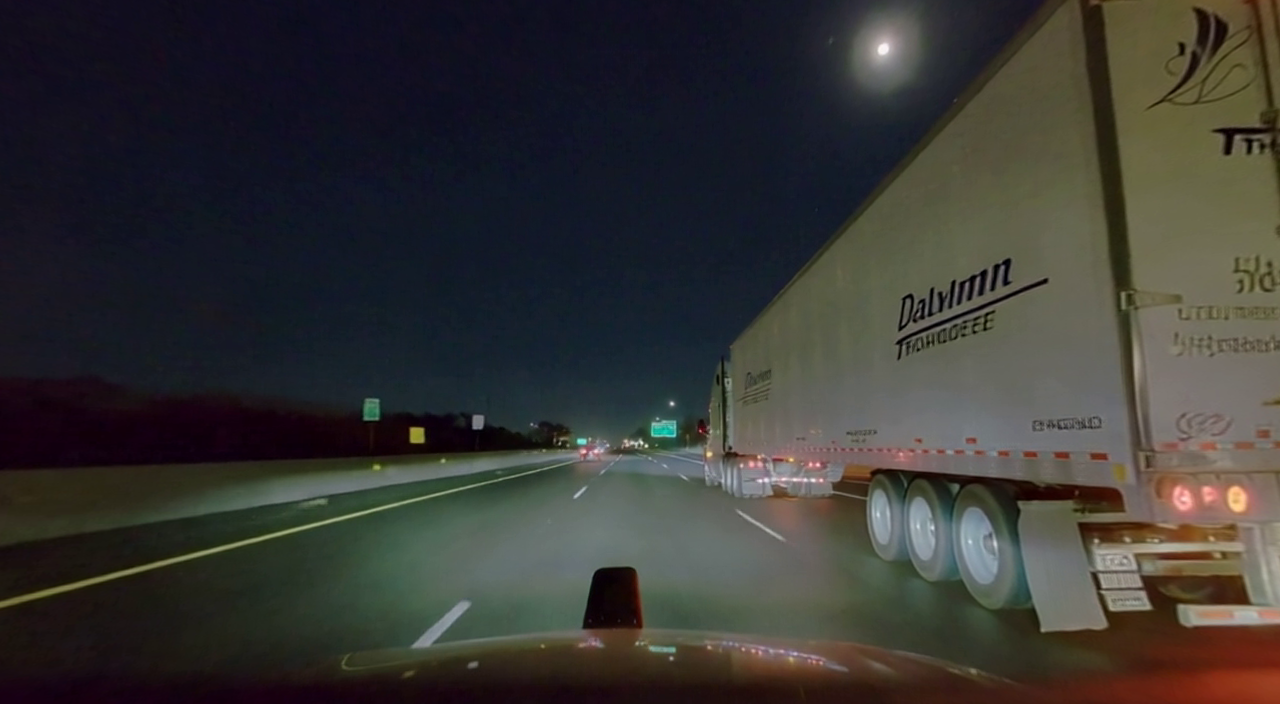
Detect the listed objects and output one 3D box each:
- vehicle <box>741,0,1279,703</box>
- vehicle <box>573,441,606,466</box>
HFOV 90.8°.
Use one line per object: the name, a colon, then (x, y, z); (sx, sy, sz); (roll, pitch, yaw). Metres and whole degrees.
vehicle: (3.982, 0.520, 9.241); (2.962, 4.132, 12.720); (0, -8, 0)
vehicle: (-3.446, 6.994, 43.807); (2.030, 1.657, 3.926); (0, -8, 0)
